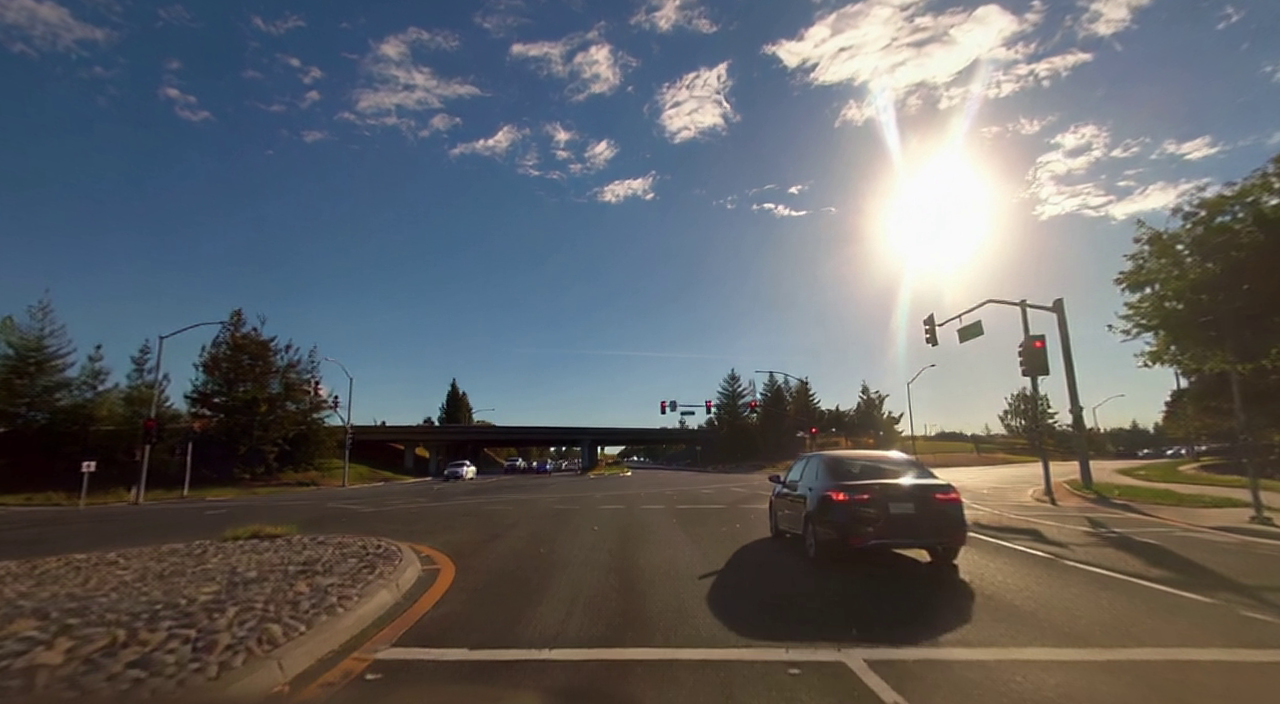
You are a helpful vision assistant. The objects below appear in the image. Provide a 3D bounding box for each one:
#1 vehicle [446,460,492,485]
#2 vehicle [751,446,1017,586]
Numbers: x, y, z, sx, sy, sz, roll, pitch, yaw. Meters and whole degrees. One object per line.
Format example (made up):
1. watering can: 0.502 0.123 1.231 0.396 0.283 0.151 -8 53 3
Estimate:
1. vehicle: -12.782 9.013 47.519 2.126 1.506 5.411 -3 -9 -2
2. vehicle: 2.953 2.068 8.924 1.909 1.425 4.521 0 -9 0
